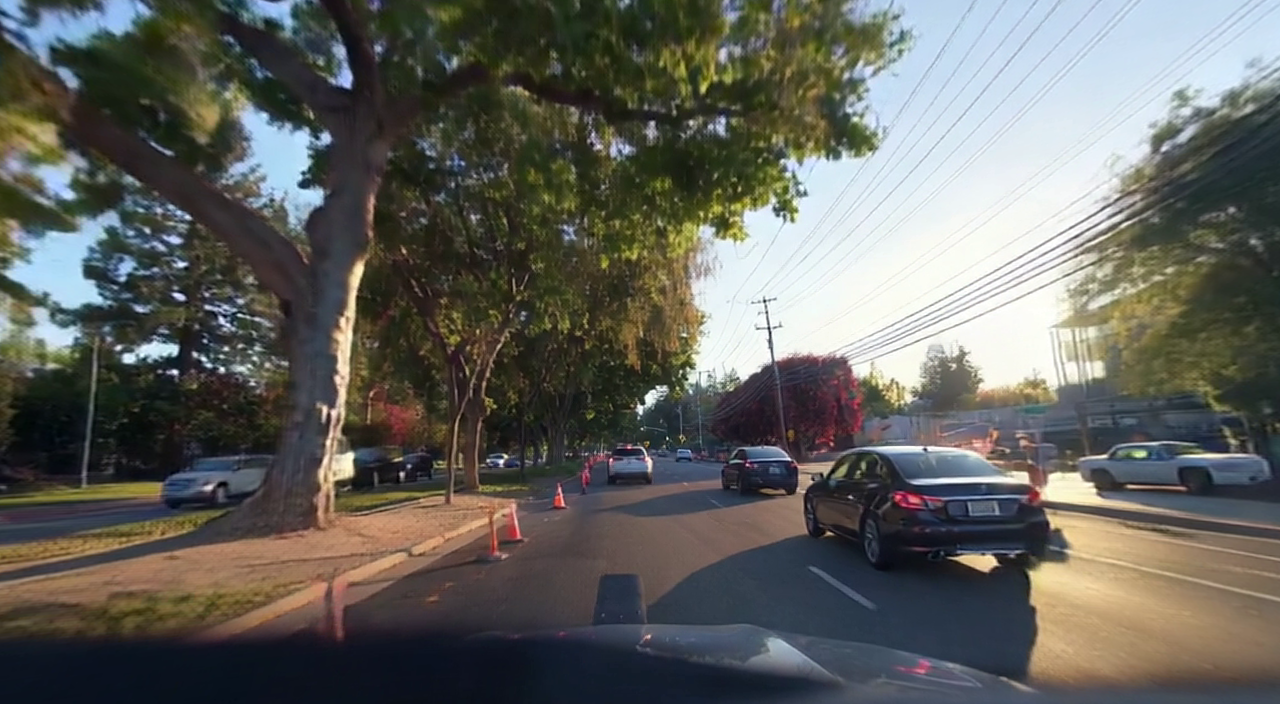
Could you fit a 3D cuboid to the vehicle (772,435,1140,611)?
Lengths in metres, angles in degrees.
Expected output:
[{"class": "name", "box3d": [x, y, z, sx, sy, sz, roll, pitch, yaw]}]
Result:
[{"class": "vehicle", "box3d": [3.215, 1.803, 7.762, 1.977, 1.460, 4.565, 0, -8, -3]}]

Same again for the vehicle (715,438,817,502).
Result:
[{"class": "vehicle", "box3d": [3.780, 3.609, 19.841, 2.116, 1.726, 4.672, 0, -8, -1]}]

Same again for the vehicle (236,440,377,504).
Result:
[{"class": "vehicle", "box3d": [-12.480, 4.478, 24.276, 2.223, 2.091, 6.044, 0, -8, -1]}]

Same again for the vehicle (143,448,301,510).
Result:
[{"class": "vehicle", "box3d": [-16.082, 4.849, 24.851, 2.258, 2.072, 5.695, -1, -8, 0]}]

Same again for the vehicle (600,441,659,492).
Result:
[{"class": "vehicle", "box3d": [-0.375, 4.253, 23.888, 2.050, 1.745, 3.915, -1, -8, 0]}]
